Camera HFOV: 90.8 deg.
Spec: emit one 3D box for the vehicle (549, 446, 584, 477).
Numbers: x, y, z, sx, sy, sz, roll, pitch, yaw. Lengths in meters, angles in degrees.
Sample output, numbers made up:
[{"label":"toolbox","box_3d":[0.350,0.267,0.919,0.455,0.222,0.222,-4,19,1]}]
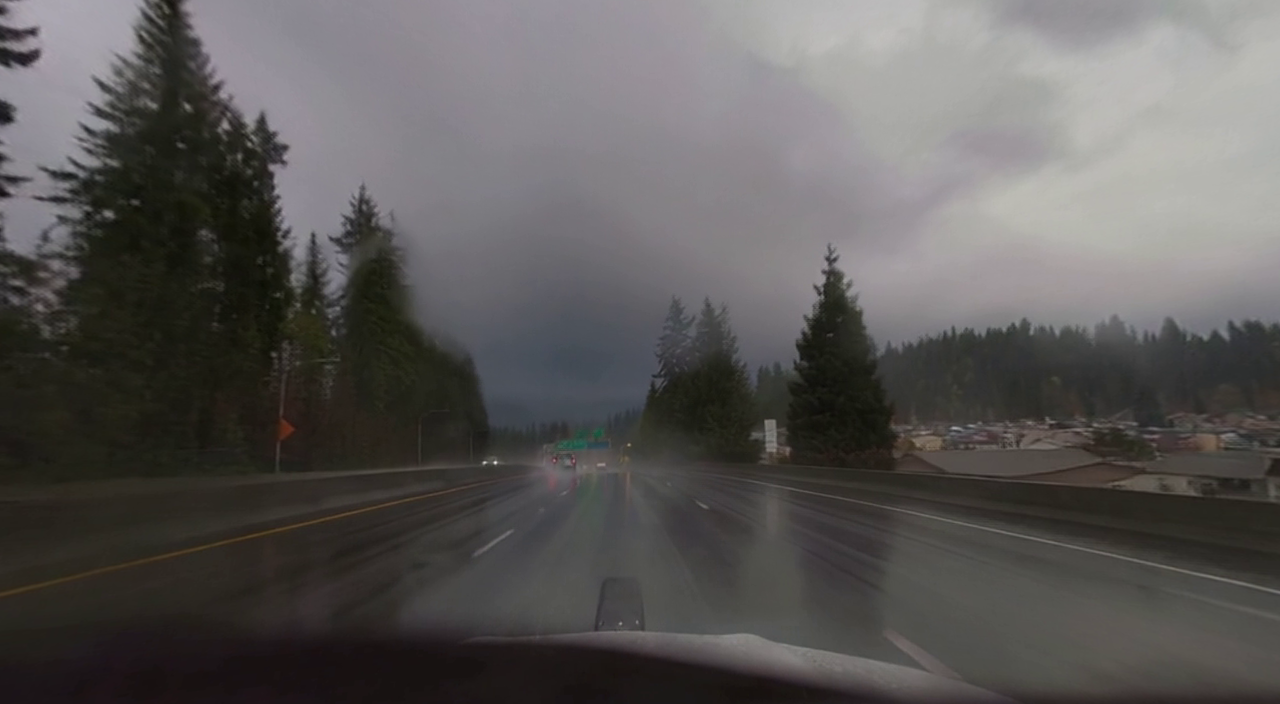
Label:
[{"label":"vehicle","box_3d":[-5.667,8.440,49.215,2.323,2.252,4.808,0,-9,-2]}]
